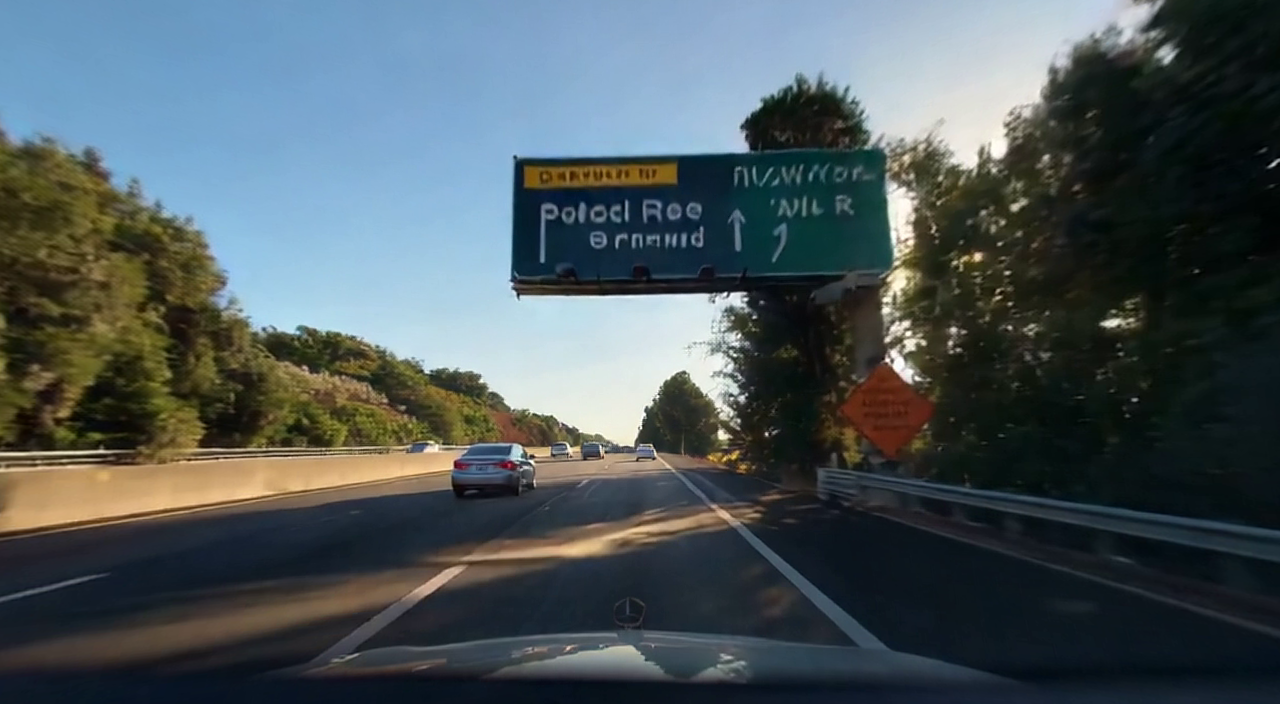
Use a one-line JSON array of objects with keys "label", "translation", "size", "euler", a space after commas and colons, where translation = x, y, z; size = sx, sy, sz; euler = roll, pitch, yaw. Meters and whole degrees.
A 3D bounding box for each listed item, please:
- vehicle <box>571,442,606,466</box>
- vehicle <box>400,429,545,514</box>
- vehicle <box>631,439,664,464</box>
[{"label": "vehicle", "translation": [-3.432, 6.905, 42.926], "size": [2.066, 1.497, 4.253], "euler": [0, -8, 0]}, {"label": "vehicle", "translation": [-3.572, 2.631, 14.432], "size": [2.028, 1.634, 4.441], "euler": [0, -8, 1]}, {"label": "vehicle", "translation": [0.483, 7.049, 44.948], "size": [2.259, 1.697, 4.106], "euler": [0, -8, -1]}]
